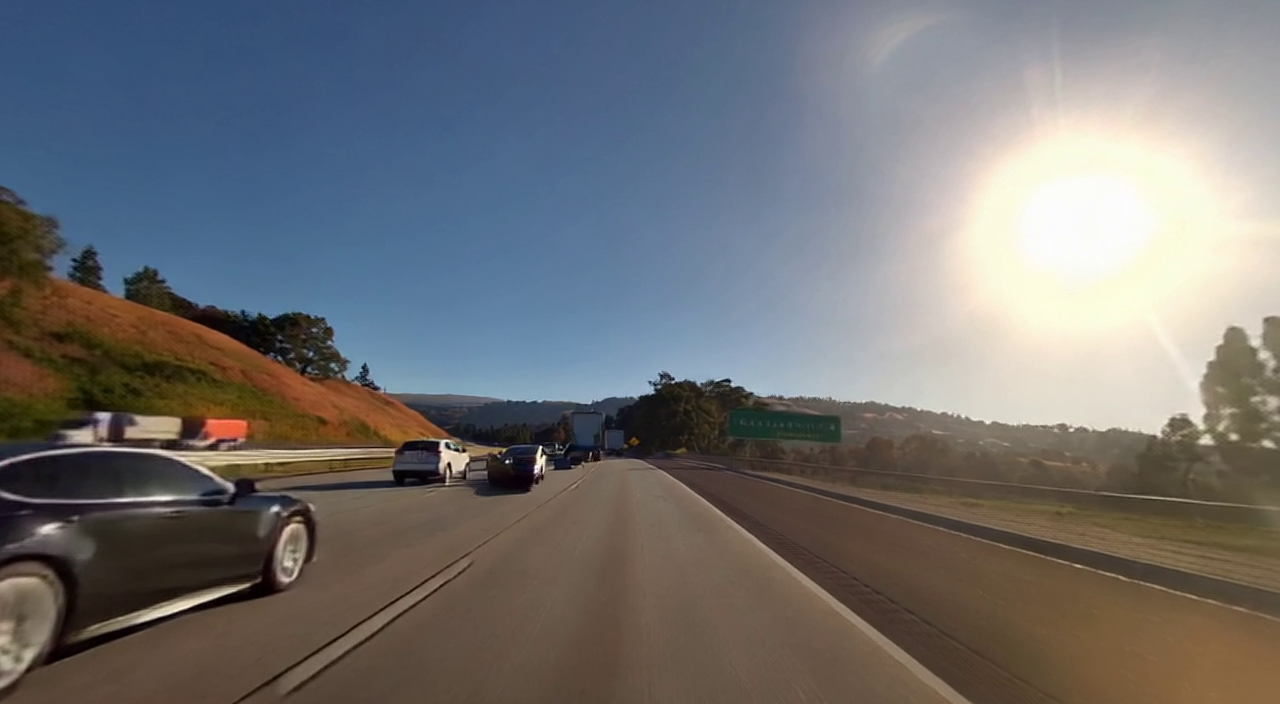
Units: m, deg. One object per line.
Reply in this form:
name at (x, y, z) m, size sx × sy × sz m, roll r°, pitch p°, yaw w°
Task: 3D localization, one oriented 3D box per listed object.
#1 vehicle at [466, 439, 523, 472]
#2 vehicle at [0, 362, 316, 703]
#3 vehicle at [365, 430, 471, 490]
vehicle at (-7.901, 5.666, 34.703) m, size 2.099 × 1.644 × 4.638 m, roll 1°, pitch -9°, yaw -1°
vehicle at (-3.901, 0.929, 3.051) m, size 2.180 × 1.685 × 4.668 m, roll 1°, pitch -9°, yaw 0°
vehicle at (-7.148, 3.522, 20.825) m, size 2.081 × 1.740 × 4.268 m, roll 1°, pitch -9°, yaw -3°
